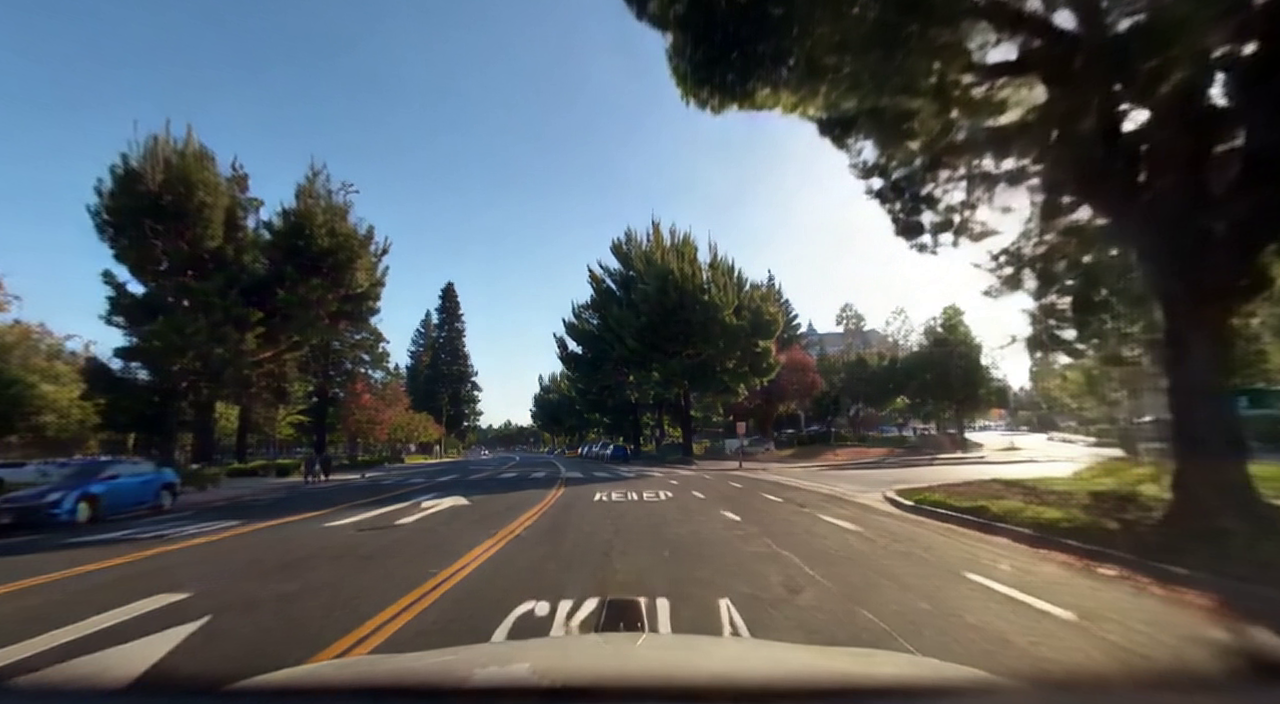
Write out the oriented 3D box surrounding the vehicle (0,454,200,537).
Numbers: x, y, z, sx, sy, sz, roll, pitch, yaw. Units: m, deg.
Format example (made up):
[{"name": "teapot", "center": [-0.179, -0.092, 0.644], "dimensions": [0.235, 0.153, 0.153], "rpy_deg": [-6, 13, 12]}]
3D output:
[{"name": "vehicle", "center": [-13.552, 3.455, 15.783], "dimensions": [2.090, 1.680, 4.434], "rpy_deg": [-3, -9, -3]}]
